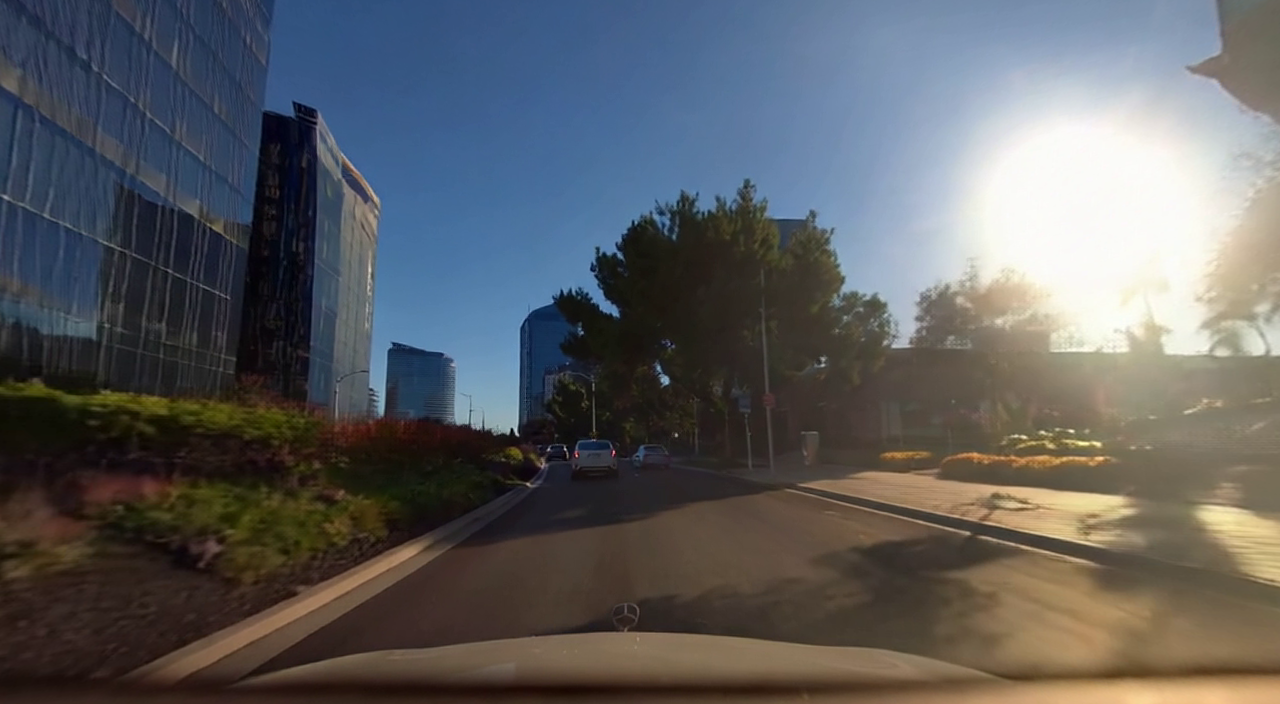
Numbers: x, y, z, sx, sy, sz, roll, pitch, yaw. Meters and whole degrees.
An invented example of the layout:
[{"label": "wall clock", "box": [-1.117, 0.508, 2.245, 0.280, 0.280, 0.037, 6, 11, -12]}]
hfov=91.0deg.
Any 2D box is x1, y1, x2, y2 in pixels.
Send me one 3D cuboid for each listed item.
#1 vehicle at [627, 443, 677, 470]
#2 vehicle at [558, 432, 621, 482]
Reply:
[{"label": "vehicle", "box": [0.653, 6.205, 37.692, 2.116, 1.506, 4.355, 2, -9, -10]}, {"label": "vehicle", "box": [-1.977, 4.033, 24.442, 2.173, 1.761, 4.374, 1, -9, -5]}]
